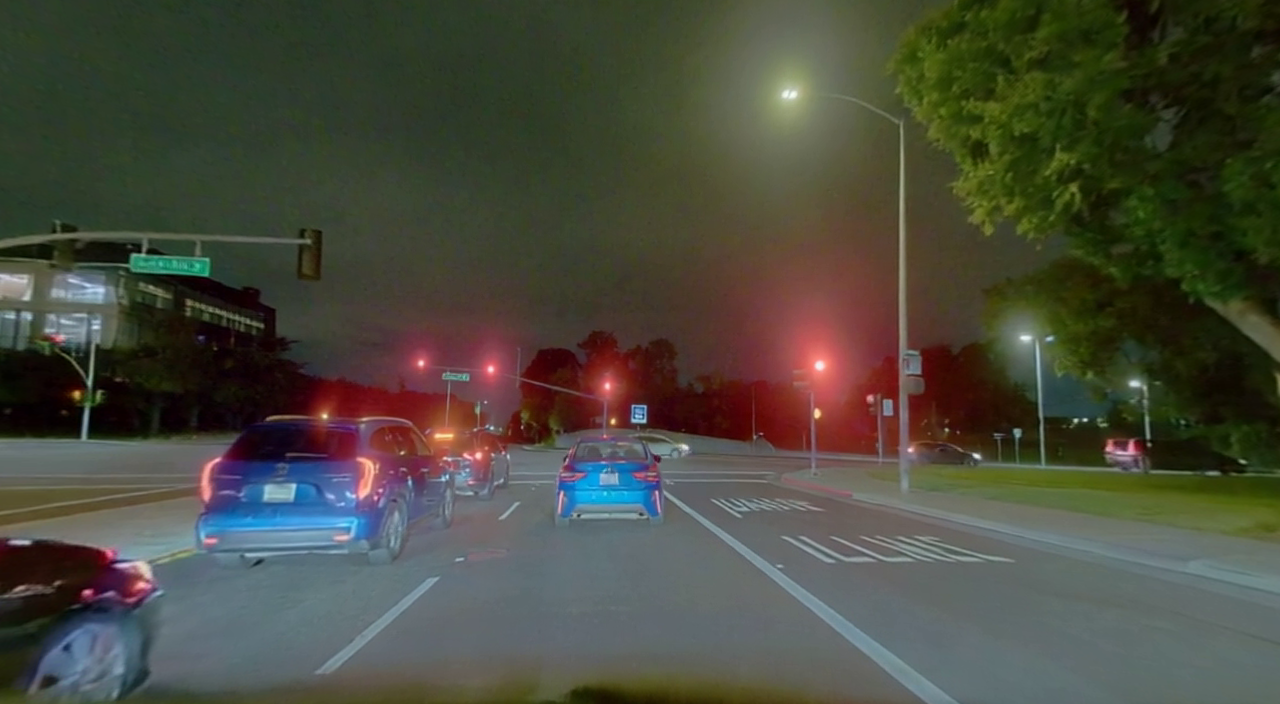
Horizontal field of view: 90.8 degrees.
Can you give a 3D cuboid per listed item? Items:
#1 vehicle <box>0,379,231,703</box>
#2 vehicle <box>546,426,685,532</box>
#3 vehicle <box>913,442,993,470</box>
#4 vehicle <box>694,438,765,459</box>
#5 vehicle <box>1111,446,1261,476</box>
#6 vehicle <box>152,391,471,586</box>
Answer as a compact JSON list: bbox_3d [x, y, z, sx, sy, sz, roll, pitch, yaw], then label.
[{"bbox_3d":[-3.098,0.676,0.868,2.105,1.510,4.643,0,-8,-3],"label":"vehicle"},{"bbox_3d":[-0.562,2.155,11.362,2.001,1.483,4.442,1,-9,-6],"label":"vehicle"},{"bbox_3d":[21.193,7.055,42.877,4.394,1.802,1.924,1,-9,-6],"label":"vehicle"},{"bbox_3d":[6.764,7.321,48.014,4.971,1.482,1.900,2,-9,-15],"label":"vehicle"},{"bbox_3d":[38.016,7.577,44.170,7.585,1.987,3.158,0,-8,-1],"label":"vehicle"},{"bbox_3d":[-3.557,1.550,7.985,1.924,1.737,4.387,0,-9,-4],"label":"vehicle"}]
